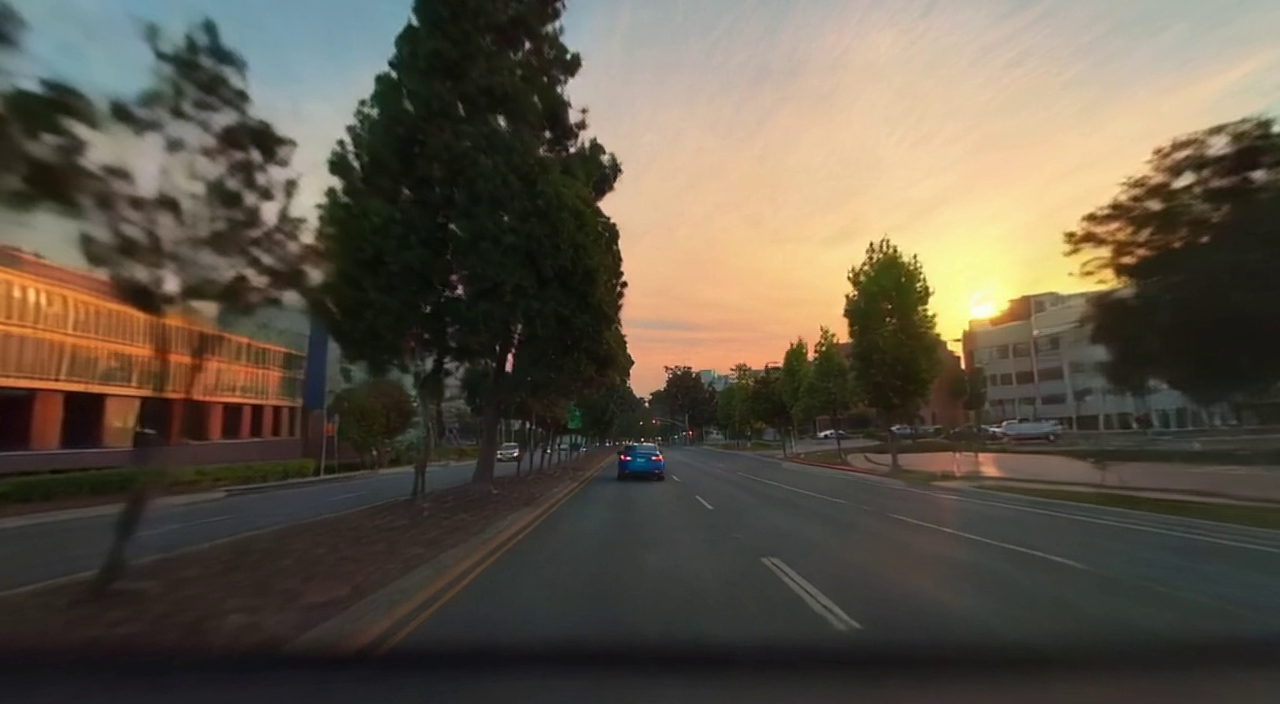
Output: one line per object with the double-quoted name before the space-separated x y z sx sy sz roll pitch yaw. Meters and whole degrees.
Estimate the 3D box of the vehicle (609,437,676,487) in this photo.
"vehicle" 0.020 3.699 21.571 2.042 1.479 4.601 0 -8 -1
